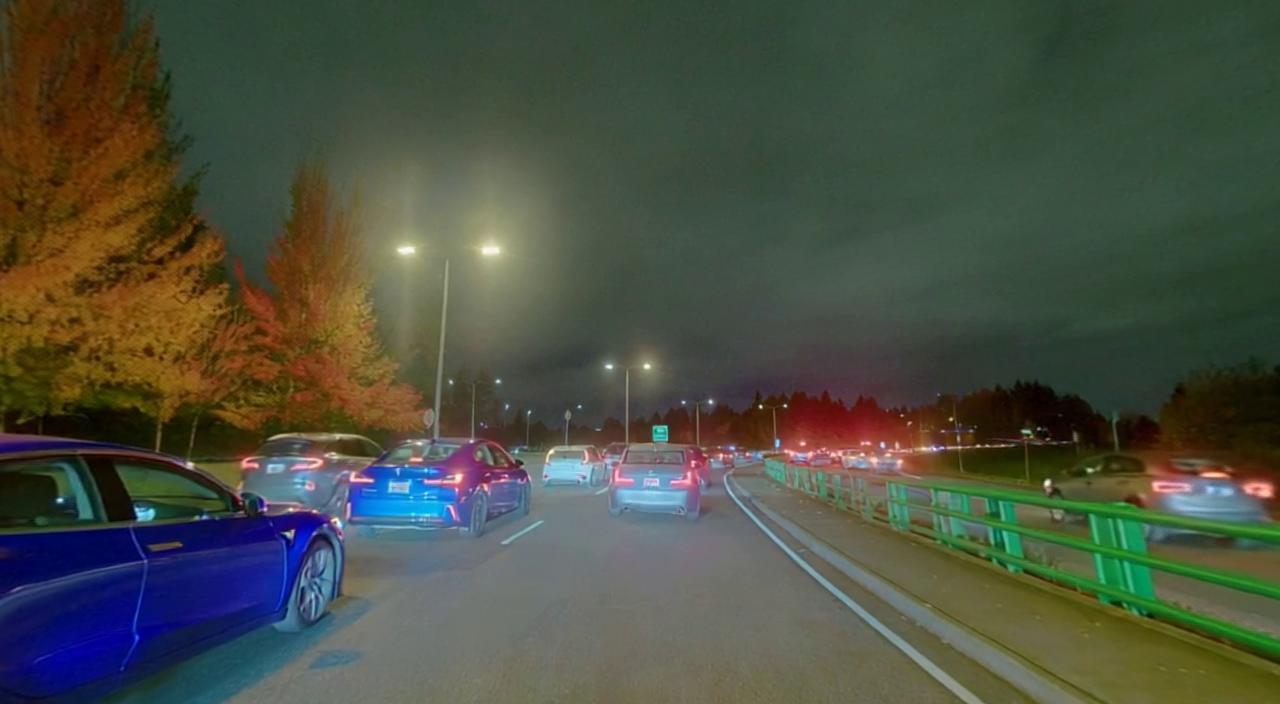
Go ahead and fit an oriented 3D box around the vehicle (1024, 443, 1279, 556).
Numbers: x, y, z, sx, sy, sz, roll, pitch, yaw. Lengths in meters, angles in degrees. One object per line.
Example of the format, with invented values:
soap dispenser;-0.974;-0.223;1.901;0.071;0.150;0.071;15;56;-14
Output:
vehicle;10.175;2.737;12.551;2.121;1.777;4.755;0;-9;2

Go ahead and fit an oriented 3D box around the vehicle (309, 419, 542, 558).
vehicle;-2.988;2.010;10.024;1.979;1.663;4.513;0;-9;2

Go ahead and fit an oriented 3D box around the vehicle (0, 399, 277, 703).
vehicle;-3.488;0.881;2.103;1.921;1.503;4.317;0;-9;1

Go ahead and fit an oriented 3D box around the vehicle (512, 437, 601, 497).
vehicle;-2.432;3.495;19.521;1.930;1.635;4.260;0;-9;3

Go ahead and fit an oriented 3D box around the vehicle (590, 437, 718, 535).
vehicle;0.312;2.439;12.146;2.015;1.506;4.276;0;-9;2
